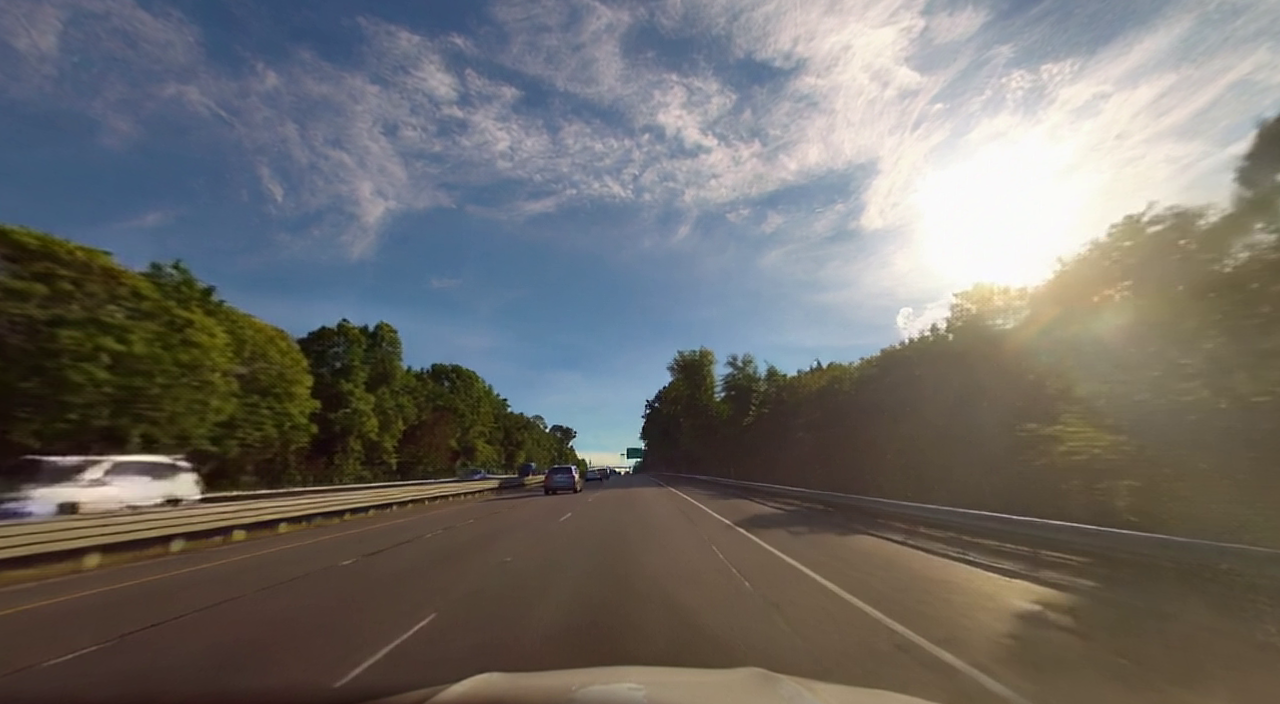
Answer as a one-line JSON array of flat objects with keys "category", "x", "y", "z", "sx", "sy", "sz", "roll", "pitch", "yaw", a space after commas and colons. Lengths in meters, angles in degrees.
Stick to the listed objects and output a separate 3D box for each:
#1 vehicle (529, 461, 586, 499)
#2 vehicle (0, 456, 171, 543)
[{"category": "vehicle", "x": -3.768, "y": 5.965, "z": 29.653, "sx": 2.068, "sy": 1.592, "sz": 4.479, "roll": 1, "pitch": -10, "yaw": 0}, {"category": "vehicle", "x": -12.434, "y": 2.959, "z": 13.033, "sx": 2.012, "sy": 1.522, "sz": 4.405, "roll": 1, "pitch": -10, "yaw": 0}]
